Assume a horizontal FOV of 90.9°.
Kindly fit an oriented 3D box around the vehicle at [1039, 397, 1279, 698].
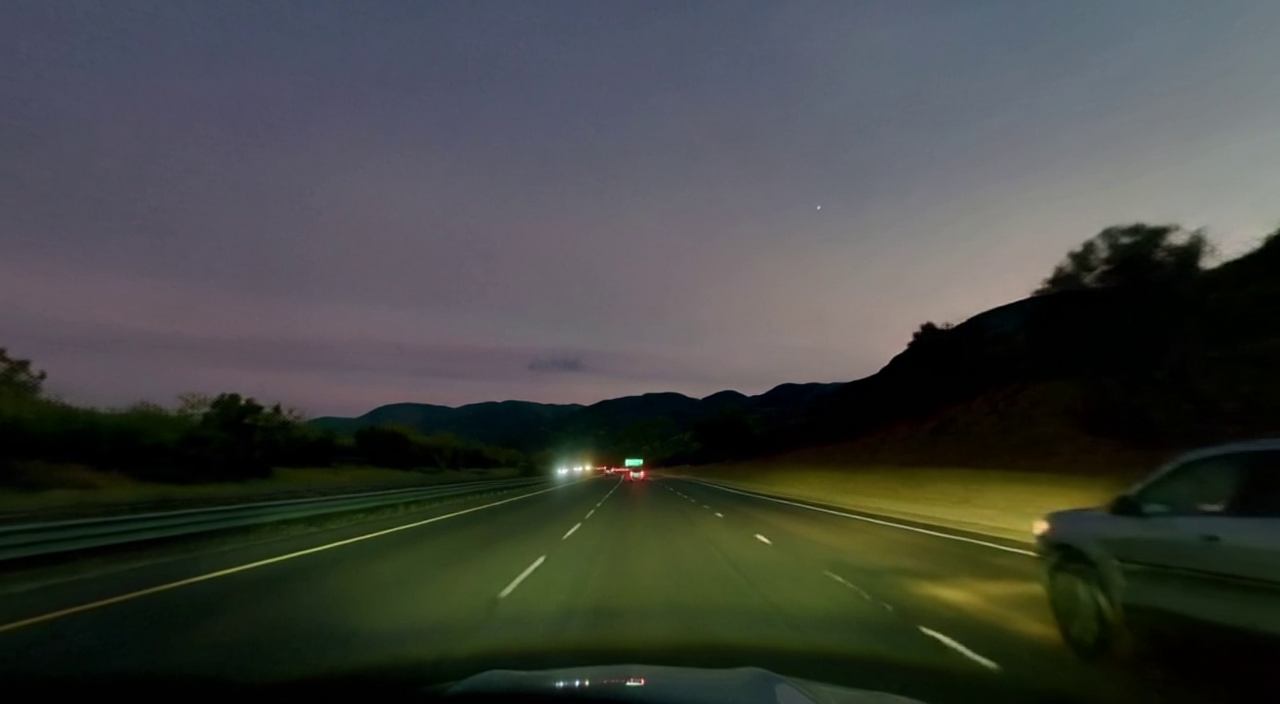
[{"bbox_3d":[4.888,1.144,3.577,2.089,1.770,4.571,1,-11,-2],"label":"vehicle"}]
